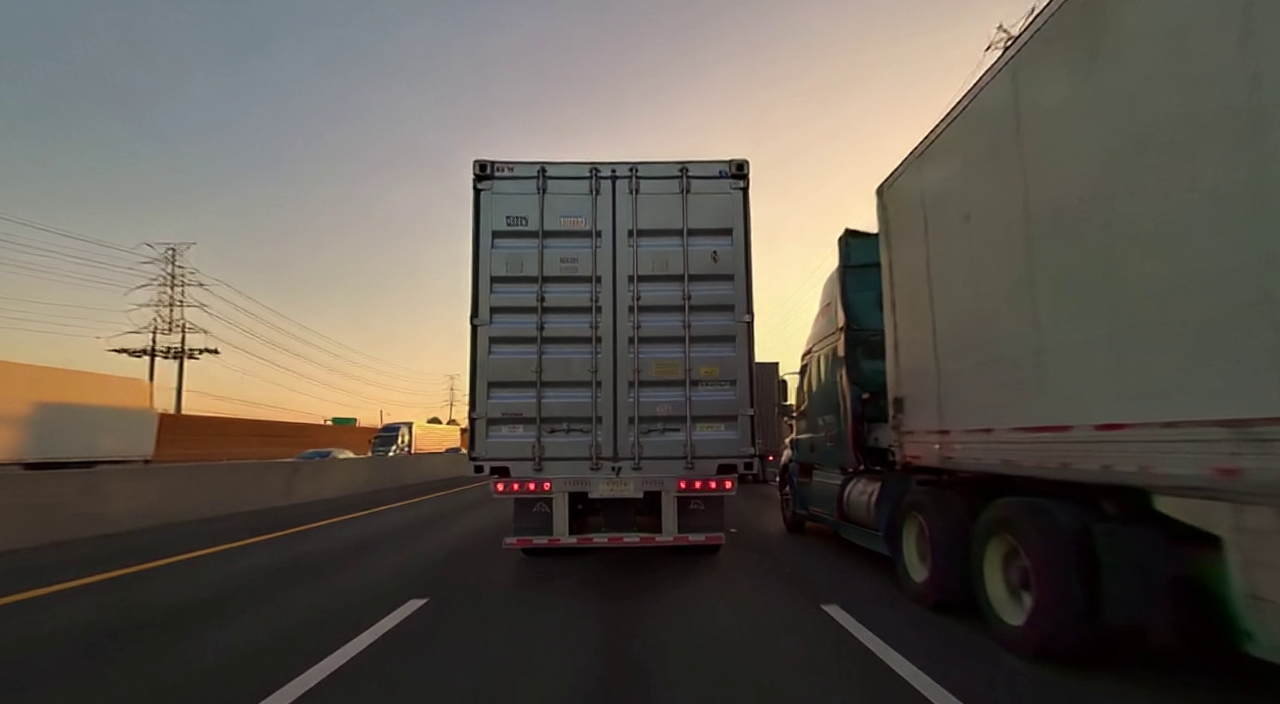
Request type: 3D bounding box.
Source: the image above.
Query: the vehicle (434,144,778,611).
[{"bbox_3d":[-0.282,1.004,11.479,2.841,4.071,12.046,0,-8,0],"label":"vehicle"}]

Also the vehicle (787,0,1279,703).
[{"bbox_3d":[3.547,0.172,4.806,2.955,3.777,7.403,0,-8,-1],"label":"vehicle"}]
